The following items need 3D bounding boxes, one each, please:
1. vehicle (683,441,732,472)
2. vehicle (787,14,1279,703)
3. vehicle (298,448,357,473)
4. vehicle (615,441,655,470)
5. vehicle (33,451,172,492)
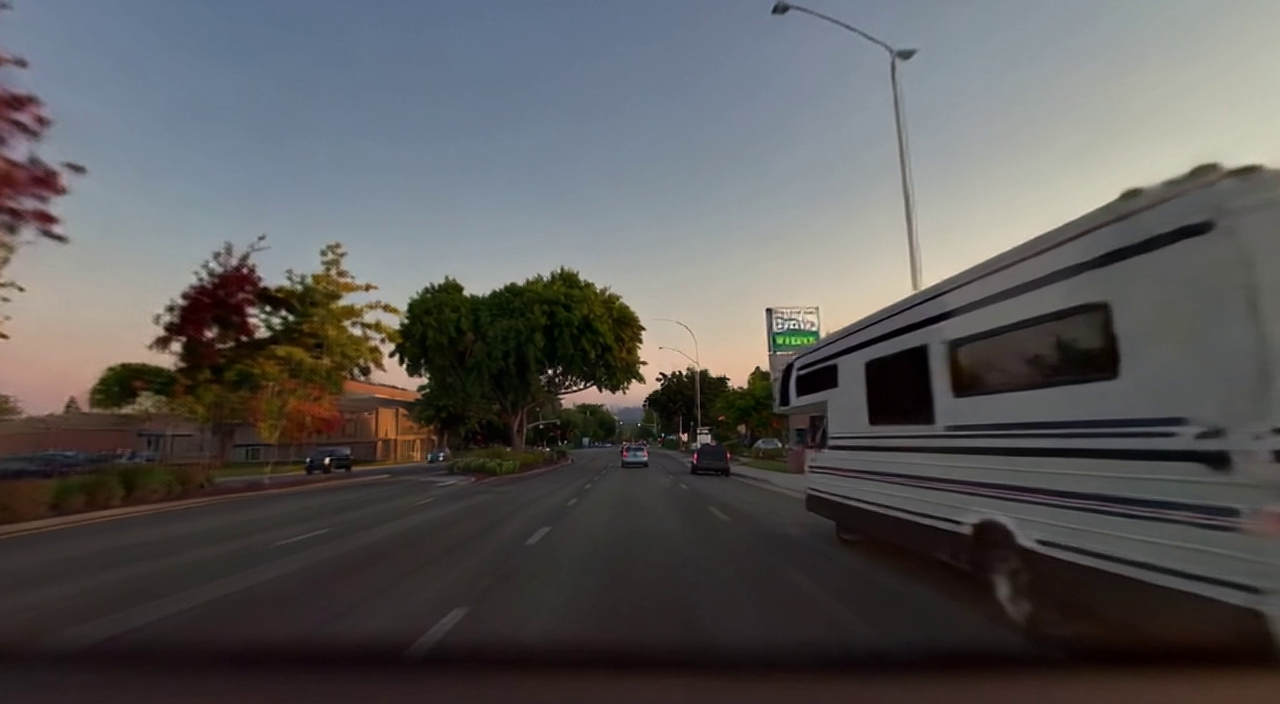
[{"bbox_3d":[3.698,5.806,35.389,2.060,1.611,4.675,0,-9,-2],"label":"vehicle"},{"bbox_3d":[3.967,0.655,6.510,2.924,3.250,7.780,-1,-9,0],"label":"vehicle"},{"bbox_3d":[-22.100,7.639,44.814,1.959,1.683,4.406,0,-9,-1],"label":"vehicle"},{"bbox_3d":[-0.325,5.781,35.376,2.103,1.506,4.742,0,-9,-1],"label":"vehicle"},{"bbox_3d":[-25.597,5.657,30.435,2.013,1.744,5.354,0,-9,-1],"label":"vehicle"}]
